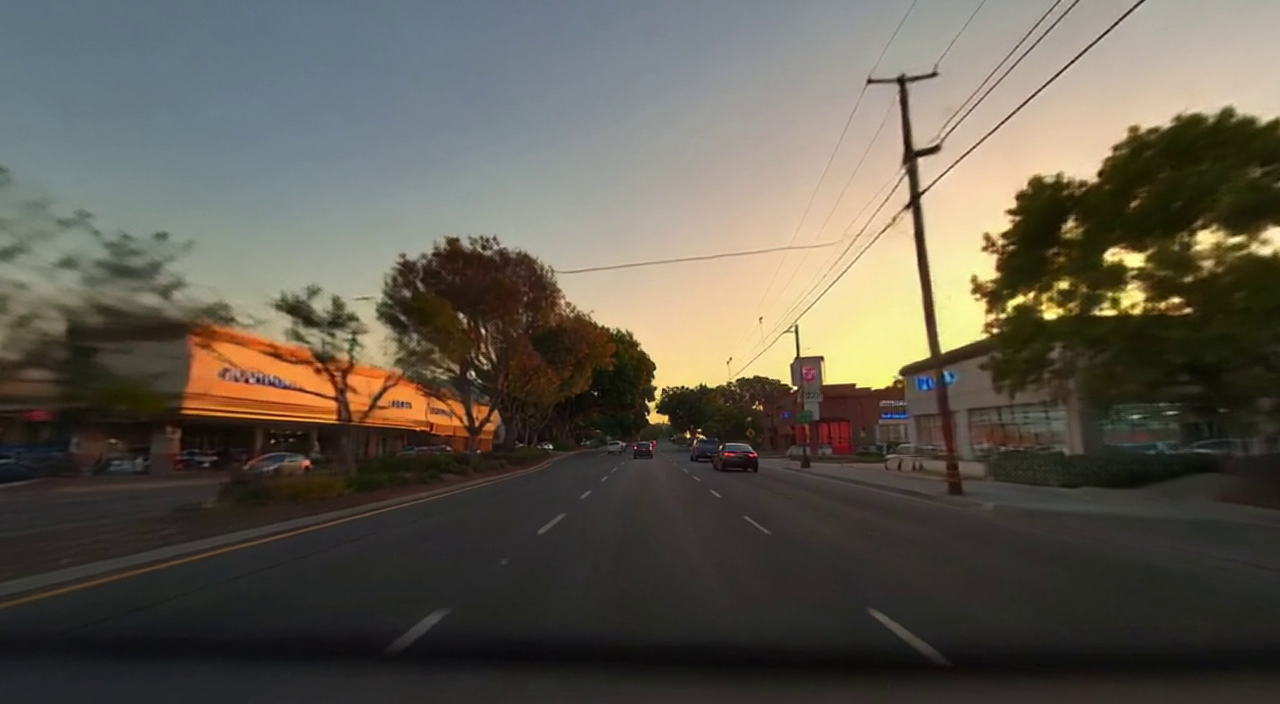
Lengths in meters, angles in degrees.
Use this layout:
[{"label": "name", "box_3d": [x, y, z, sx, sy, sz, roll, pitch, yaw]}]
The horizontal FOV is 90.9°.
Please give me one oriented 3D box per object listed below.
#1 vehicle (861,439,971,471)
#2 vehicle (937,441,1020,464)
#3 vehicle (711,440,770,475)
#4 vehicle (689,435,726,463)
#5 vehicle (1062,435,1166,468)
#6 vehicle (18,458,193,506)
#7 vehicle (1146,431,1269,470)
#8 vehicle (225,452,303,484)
[{"label": "vehicle", "box_3d": [14.600, 5.469, 33.526, 4.909, 1.463, 1.924, -2, -9, 1]}, {"label": "vehicle", "box_3d": [23.196, 6.907, 43.322, 4.470, 1.497, 2.128, 0, -8, 0]}, {"label": "vehicle", "box_3d": [4.441, 4.730, 28.554, 1.916, 1.459, 4.335, 0, -8, -1]}, {"label": "vehicle", "box_3d": [4.915, 7.115, 46.367, 2.140, 1.921, 4.431, 0, -8, -1]}, {"label": "vehicle", "box_3d": [26.751, 5.609, 35.655, 4.147, 1.545, 2.108, -3, -9, -4]}, {"label": "vehicle", "box_3d": [-20.153, 4.874, 24.089, 1.822, 1.479, 4.692, -3, -9, 20]}, {"label": "vehicle", "box_3d": [27.310, 4.736, 30.412, 4.107, 1.633, 1.974, -1, -8, -5]}, {"label": "vehicle", "box_3d": [-22.045, 6.777, 37.189, 1.997, 1.637, 4.386, -2, -8, -1]}]
